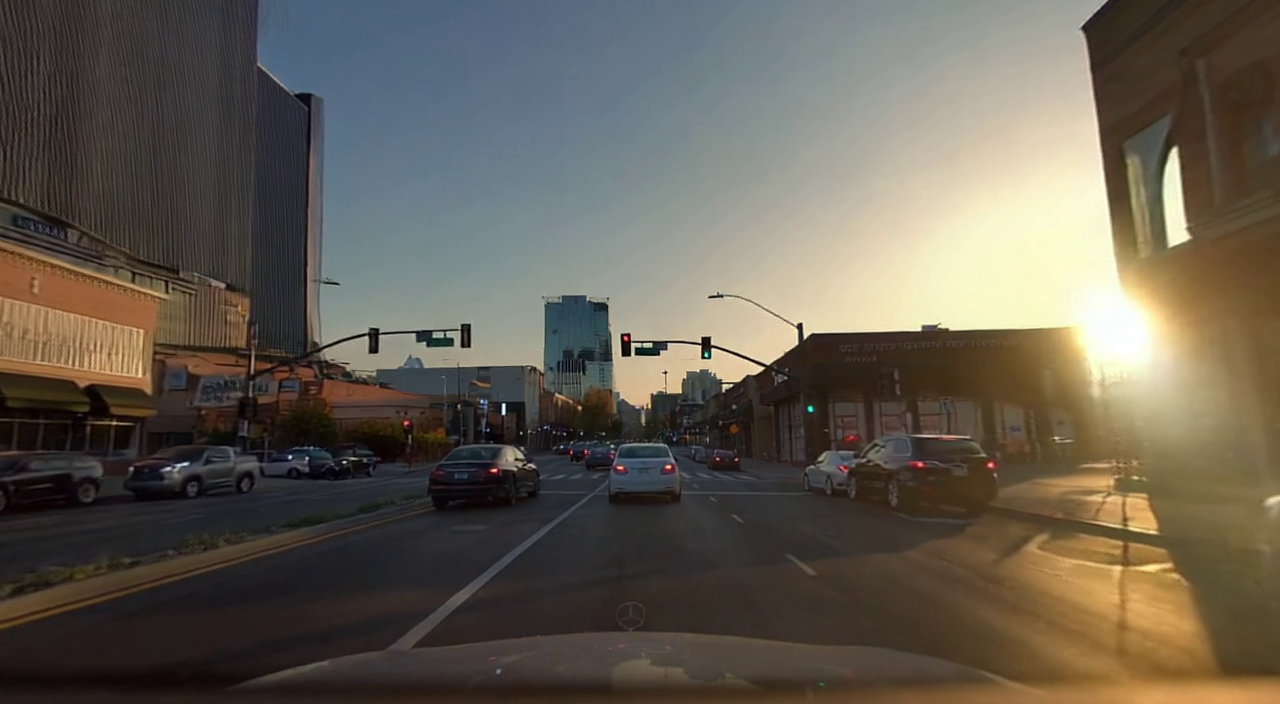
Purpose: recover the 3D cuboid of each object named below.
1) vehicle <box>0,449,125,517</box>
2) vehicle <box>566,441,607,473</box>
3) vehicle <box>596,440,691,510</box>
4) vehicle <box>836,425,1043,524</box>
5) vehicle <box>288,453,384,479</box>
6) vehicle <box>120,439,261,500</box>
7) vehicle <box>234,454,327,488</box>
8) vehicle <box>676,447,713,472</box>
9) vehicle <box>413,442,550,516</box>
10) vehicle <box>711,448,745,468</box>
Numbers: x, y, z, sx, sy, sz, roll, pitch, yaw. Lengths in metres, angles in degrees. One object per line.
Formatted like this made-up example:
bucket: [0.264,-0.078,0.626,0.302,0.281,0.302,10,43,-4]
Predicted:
vehicle: [-17.108,3.563,17.501,1.888,1.692,4.356,0,-9,0]
vehicle: [-3.096,6.208,37.431,2.007,1.736,4.185,0,-9,1]
vehicle: [0.065,2.954,15.612,2.037,1.484,4.073,0,-9,0]
vehicle: [6.552,2.742,14.739,2.289,1.867,5.322,0,-9,1]
vehicle: [-18.874,7.057,39.174,5.163,1.510,2.174,-2,-9,15]
vehicle: [-16.549,4.310,23.706,2.239,1.963,5.779,2,-9,-14]
vehicle: [-17.207,5.686,30.439,1.774,1.436,4.473,0,-9,1]
vehicle: [3.415,6.844,40.472,2.047,1.463,4.514,0,-9,1]
vehicle: [-3.431,2.823,14.562,1.950,1.450,4.257,0,-9,2]
vehicle: [6.849,8.308,49.409,1.944,1.462,4.406,0,-9,0]
